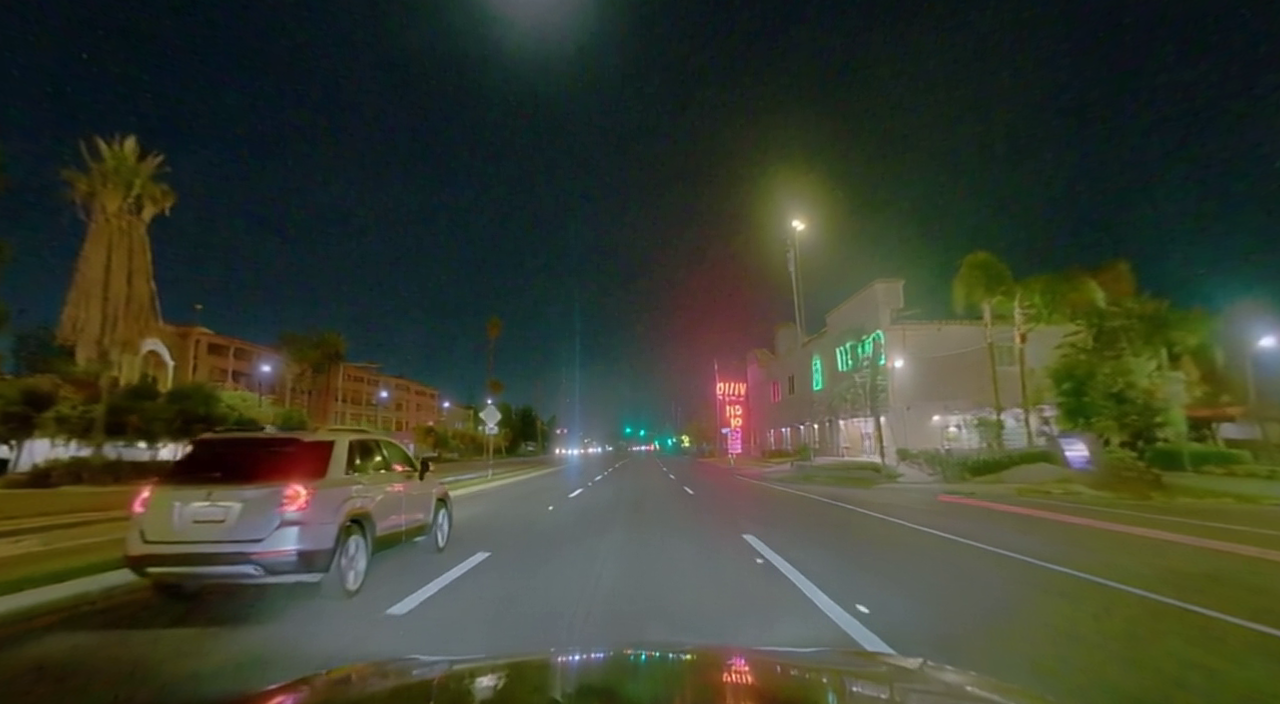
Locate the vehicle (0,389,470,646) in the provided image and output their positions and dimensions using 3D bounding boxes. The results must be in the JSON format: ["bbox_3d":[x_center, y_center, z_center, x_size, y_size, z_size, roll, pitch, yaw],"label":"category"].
[{"bbox_3d":[-3.494,1.449,6.598,2.062,1.693,4.669,0,-9,1],"label":"vehicle"}]

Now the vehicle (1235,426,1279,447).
[{"bbox_3d":[49.312,6.594,49.188,1.892,1.570,3.898,8,-12,-41],"label":"vehicle"}]
